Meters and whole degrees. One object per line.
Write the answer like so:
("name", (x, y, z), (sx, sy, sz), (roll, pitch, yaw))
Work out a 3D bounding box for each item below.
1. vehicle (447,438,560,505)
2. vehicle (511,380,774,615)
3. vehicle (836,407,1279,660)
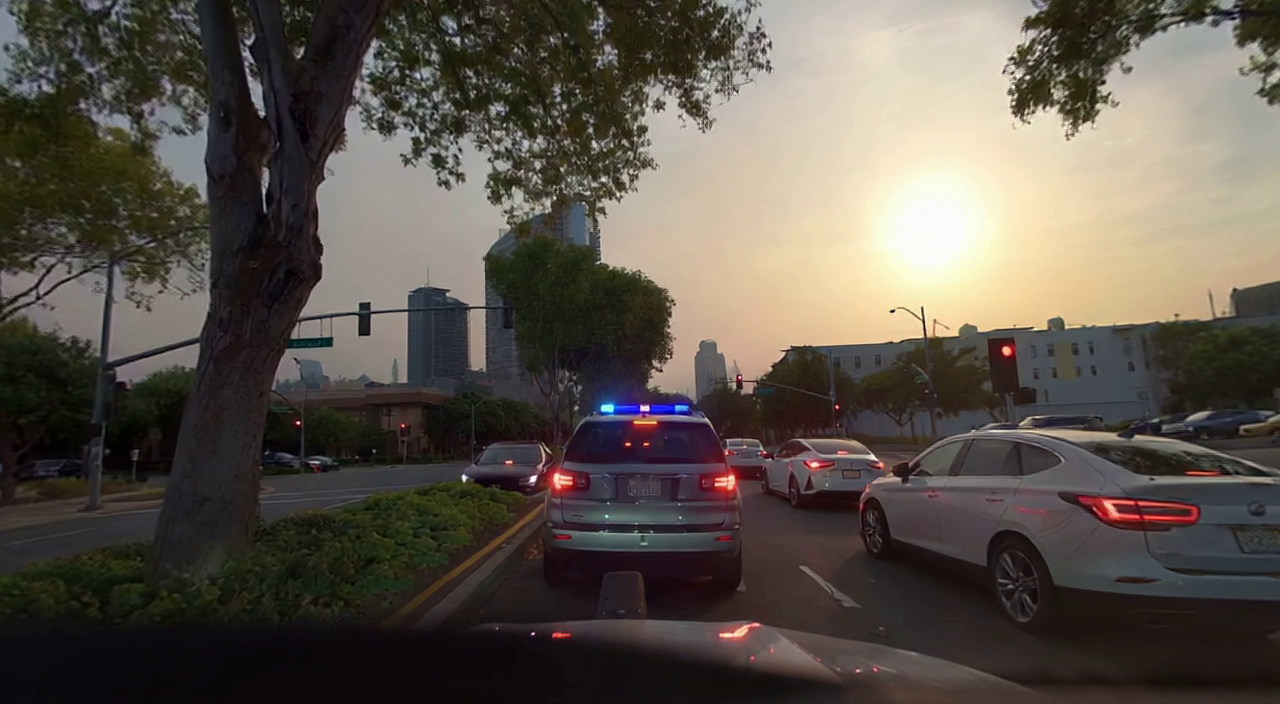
("vehicle", (-3.301, 2.978, 16.206), (1.913, 1.464, 4.276), (0, -8, 0))
("vehicle", (-0.028, 1.459, 7.259), (2.038, 1.819, 4.505), (0, -8, -1))
("vehicle", (3.653, 1.408, 6.074), (1.995, 1.483, 4.533), (0, -8, -1))
